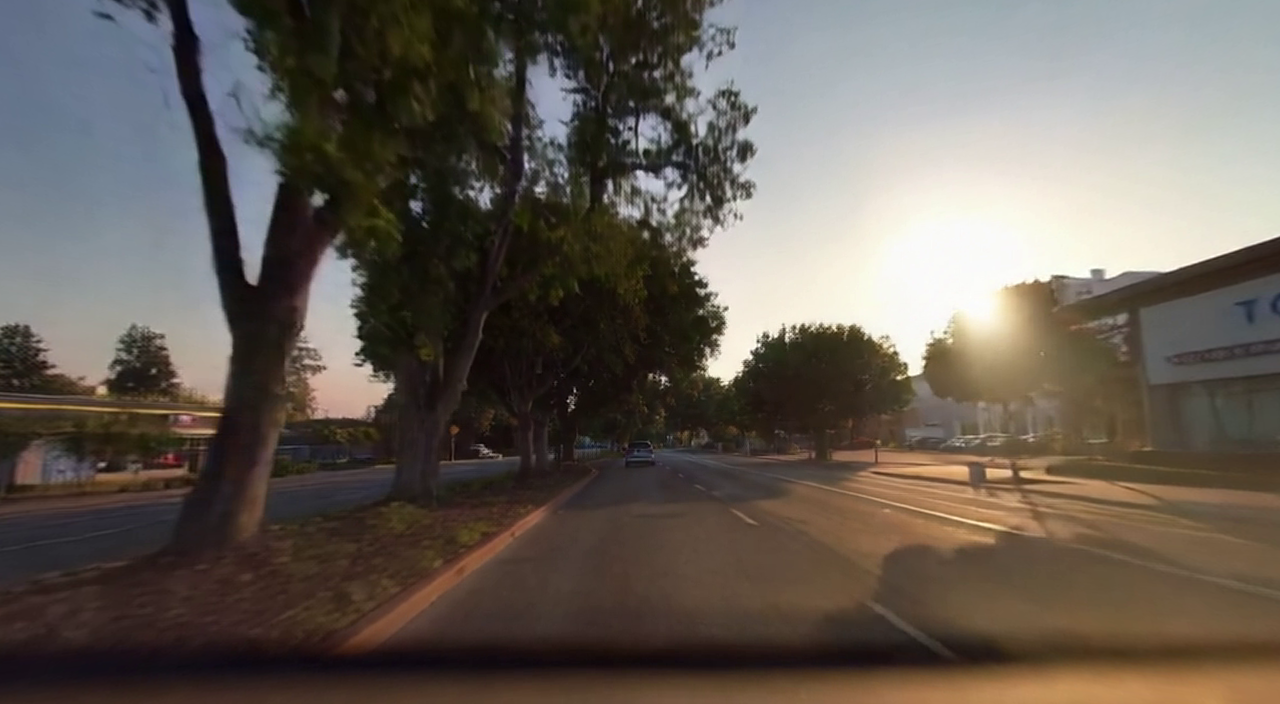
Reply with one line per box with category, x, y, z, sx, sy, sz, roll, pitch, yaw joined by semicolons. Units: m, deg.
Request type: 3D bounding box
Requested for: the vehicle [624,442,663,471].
vehicle;0.125;5.592;33.875;1.998;1.452;3.773;0;-9;-2
